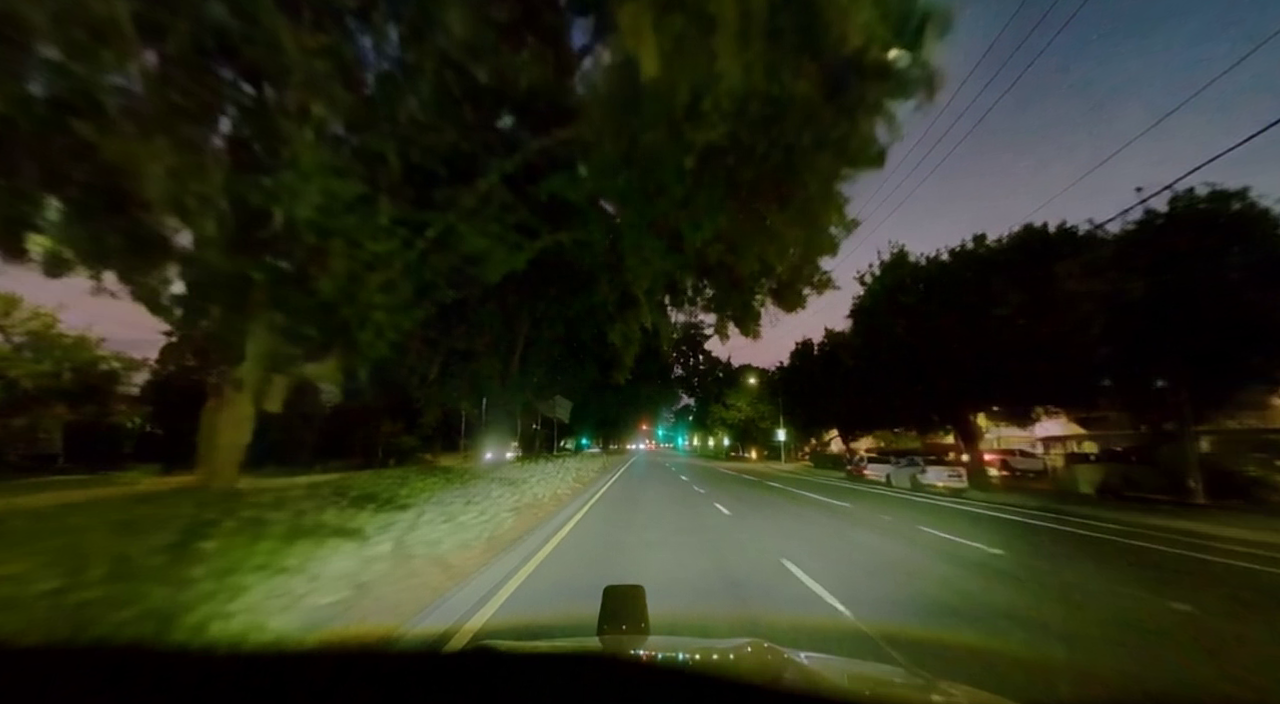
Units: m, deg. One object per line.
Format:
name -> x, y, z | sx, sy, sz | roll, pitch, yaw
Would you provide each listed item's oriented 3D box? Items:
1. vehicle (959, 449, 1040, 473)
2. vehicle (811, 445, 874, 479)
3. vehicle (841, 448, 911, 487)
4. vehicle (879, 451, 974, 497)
vehicle -> 25.918, 7.873, 45.525 | 4.670, 1.636, 1.946 | 0, -8, 0
vehicle -> 11.957, 6.500, 37.600 | 2.178, 1.858, 4.726 | 0, -8, -1
vehicle -> 11.814, 5.772, 31.860 | 1.869, 1.522, 4.295 | 8, -8, 1
vehicle -> 11.683, 4.962, 26.034 | 2.061, 1.575, 4.098 | 4, -8, 1
